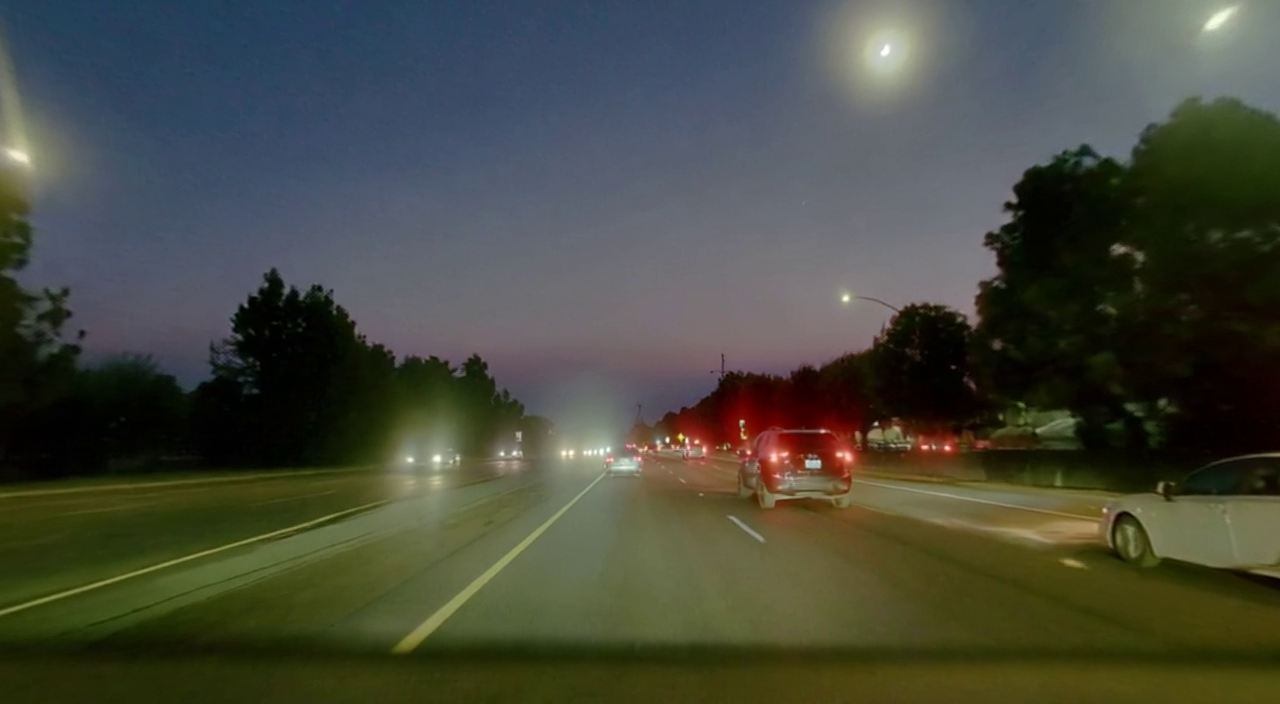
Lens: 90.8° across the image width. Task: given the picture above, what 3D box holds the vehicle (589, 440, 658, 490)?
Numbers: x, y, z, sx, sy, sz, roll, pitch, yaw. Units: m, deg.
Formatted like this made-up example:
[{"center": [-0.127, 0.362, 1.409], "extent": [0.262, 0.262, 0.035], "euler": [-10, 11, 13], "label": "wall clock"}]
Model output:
[{"center": [-0.502, 3.640, 20.689], "extent": [2.040, 1.451, 3.736], "euler": [0, -9, 0], "label": "vehicle"}]

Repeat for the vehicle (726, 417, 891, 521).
[{"center": [3.322, 2.421, 13.589], "extent": [2.186, 1.842, 4.553], "euler": [0, -9, -1], "label": "vehicle"}]

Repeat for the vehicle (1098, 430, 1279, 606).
[{"center": [6.601, 1.339, 4.951], "extent": [2.434, 1.467, 4.726], "euler": [0, -8, -1], "label": "vehicle"}]

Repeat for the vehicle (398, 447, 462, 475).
[{"center": [-11.486, 5.972, 34.911], "extent": [2.022, 1.447, 4.427], "euler": [0, -8, 0], "label": "vehicle"}]
